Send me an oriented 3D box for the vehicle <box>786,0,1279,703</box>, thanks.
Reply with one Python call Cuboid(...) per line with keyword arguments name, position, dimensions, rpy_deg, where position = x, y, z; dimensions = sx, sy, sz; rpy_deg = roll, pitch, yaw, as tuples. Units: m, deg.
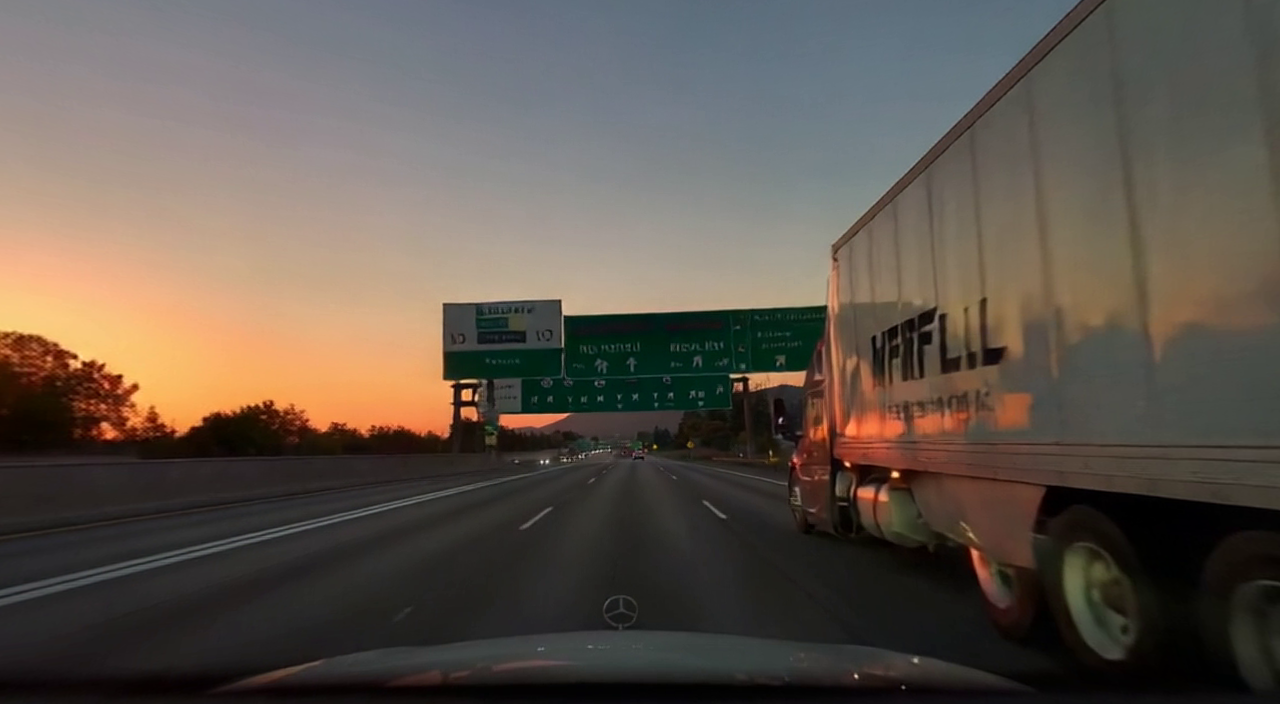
Cuboid(name="vehicle", position=(4.024, 0.232, 5.143), dimensions=(3.027, 3.989, 10.585), rpy_deg=(0, -9, 0))
